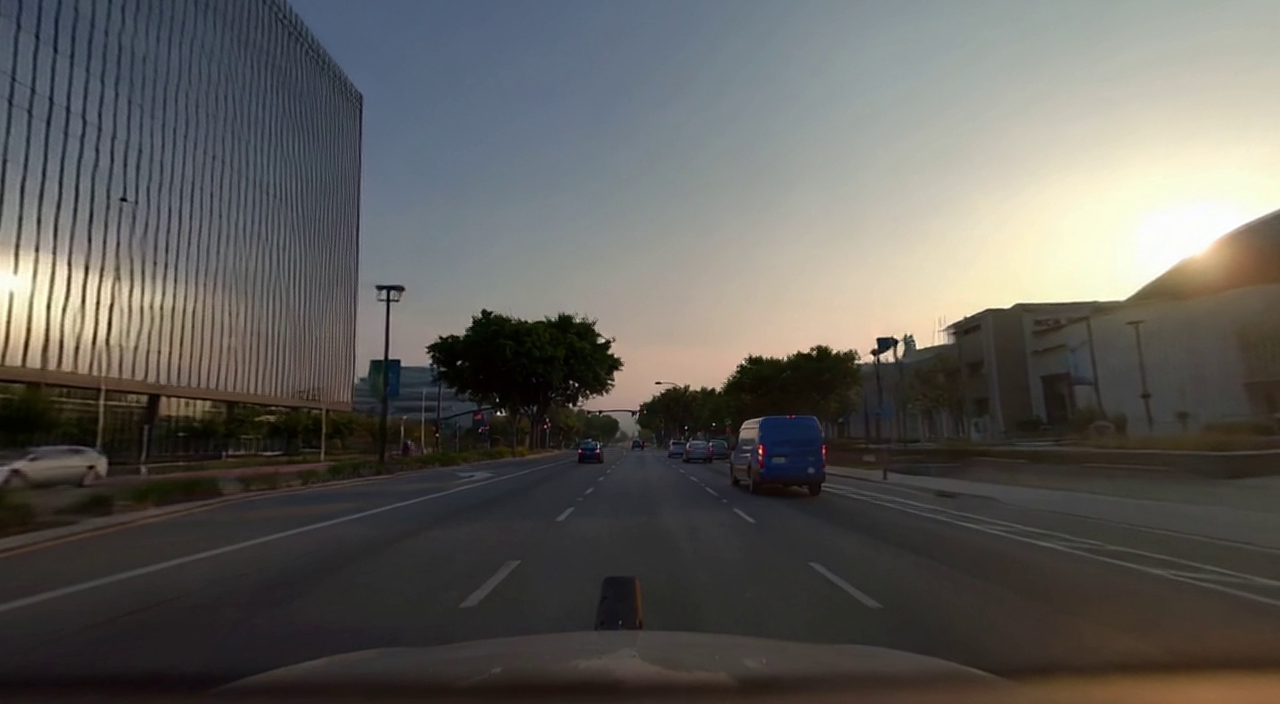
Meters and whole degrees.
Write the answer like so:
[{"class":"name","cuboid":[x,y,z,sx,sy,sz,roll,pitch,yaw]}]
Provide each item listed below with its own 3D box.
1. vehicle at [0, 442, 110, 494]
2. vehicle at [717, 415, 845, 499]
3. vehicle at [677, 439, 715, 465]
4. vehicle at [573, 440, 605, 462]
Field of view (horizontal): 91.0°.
[{"class":"vehicle","cuboid":[-19.889,3.678,20.207,1.836,1.512,4.493,0,-8,0]},{"class":"vehicle","cuboid":[3.571,2.797,17.106,2.200,1.914,5.145,0,-8,-1]},{"class":"vehicle","cuboid":[3.396,6.217,39.165,1.867,1.493,4.190,0,-8,-1]},{"class":"vehicle","cuboid":[-3.486,6.862,43.811,1.864,1.464,4.195,0,-8,1]}]
